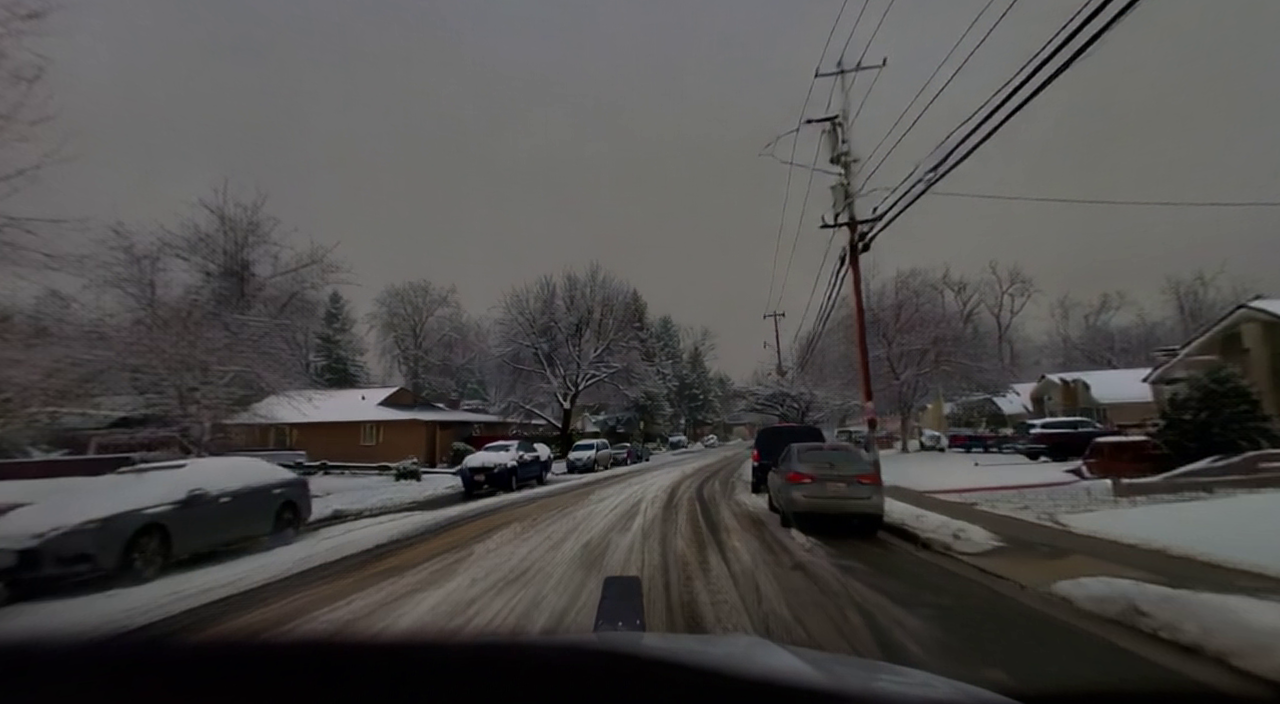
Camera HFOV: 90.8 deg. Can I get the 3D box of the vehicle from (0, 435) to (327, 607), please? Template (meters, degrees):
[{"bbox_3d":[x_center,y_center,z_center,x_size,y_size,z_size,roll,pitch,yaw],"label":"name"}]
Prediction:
[{"bbox_3d":[-7.059,2.230,9.243,2.184,1.751,5.057,-4,-9,3],"label":"vehicle"}]

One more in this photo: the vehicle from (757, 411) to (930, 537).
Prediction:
[{"bbox_3d":[3.441,2.161,11.823,2.032,1.810,5.047,-1,-9,6],"label":"vehicle"}]

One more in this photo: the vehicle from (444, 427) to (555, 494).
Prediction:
[{"bbox_3d":[-4.992,4.031,23.414,2.353,2.037,5.358,-5,-11,6],"label":"vehicle"}]

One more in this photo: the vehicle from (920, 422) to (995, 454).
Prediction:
[{"bbox_3d":[17.596,4.800,35.247,2.079,1.675,3.855,0,-8,-2],"label":"vehicle"}]

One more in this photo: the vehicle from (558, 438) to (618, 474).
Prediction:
[{"bbox_3d":[-2.836,5.832,35.771,2.192,1.873,4.985,-2,-9,9],"label":"vehicle"}]

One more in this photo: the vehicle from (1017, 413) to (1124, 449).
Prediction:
[{"bbox_3d":[22.911,4.305,33.939,2.253,1.805,4.842,0,-9,-1],"label":"vehicle"}]
